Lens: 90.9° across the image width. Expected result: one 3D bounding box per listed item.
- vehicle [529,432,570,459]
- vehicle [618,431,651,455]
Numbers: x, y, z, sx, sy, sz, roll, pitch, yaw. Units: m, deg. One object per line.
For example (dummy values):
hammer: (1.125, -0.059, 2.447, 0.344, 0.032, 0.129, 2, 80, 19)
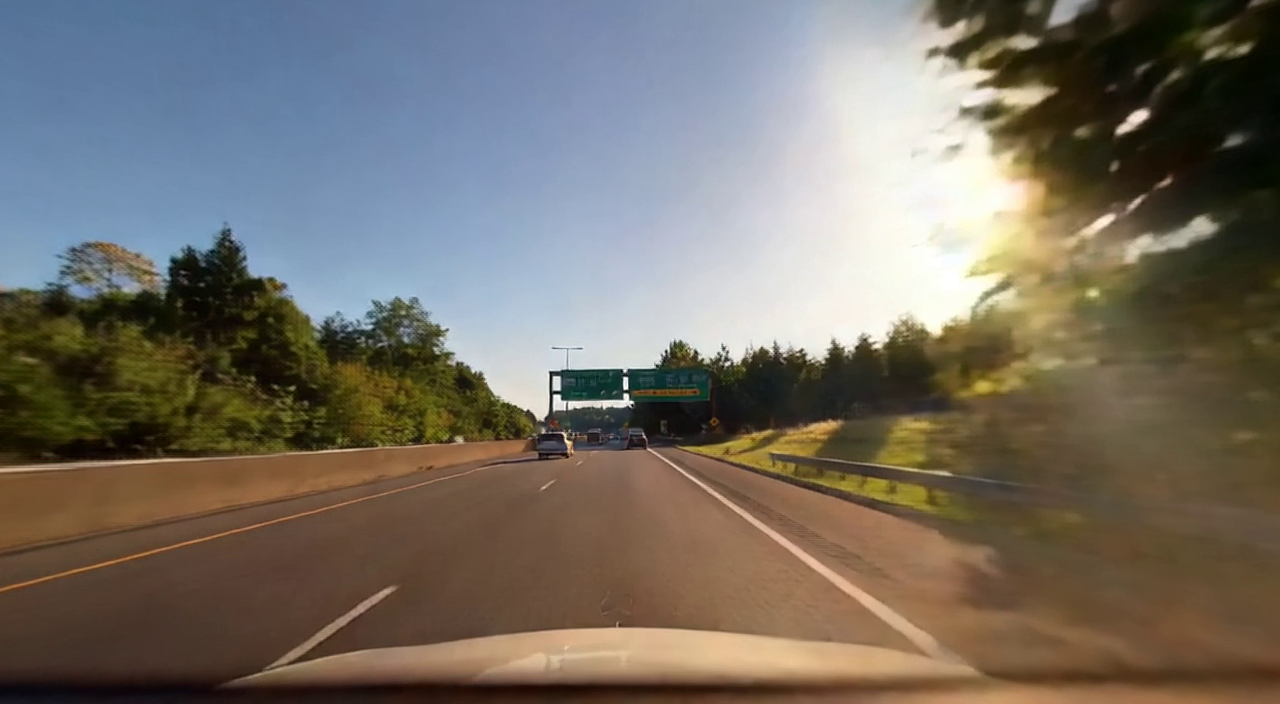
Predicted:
vehicle: (-5.235, 5.426, 36.776, 1.959, 1.514, 3.668, 0, -8, -2)
vehicle: (-0.377, 6.192, 43.128, 2.139, 1.561, 4.060, 0, -8, -1)
